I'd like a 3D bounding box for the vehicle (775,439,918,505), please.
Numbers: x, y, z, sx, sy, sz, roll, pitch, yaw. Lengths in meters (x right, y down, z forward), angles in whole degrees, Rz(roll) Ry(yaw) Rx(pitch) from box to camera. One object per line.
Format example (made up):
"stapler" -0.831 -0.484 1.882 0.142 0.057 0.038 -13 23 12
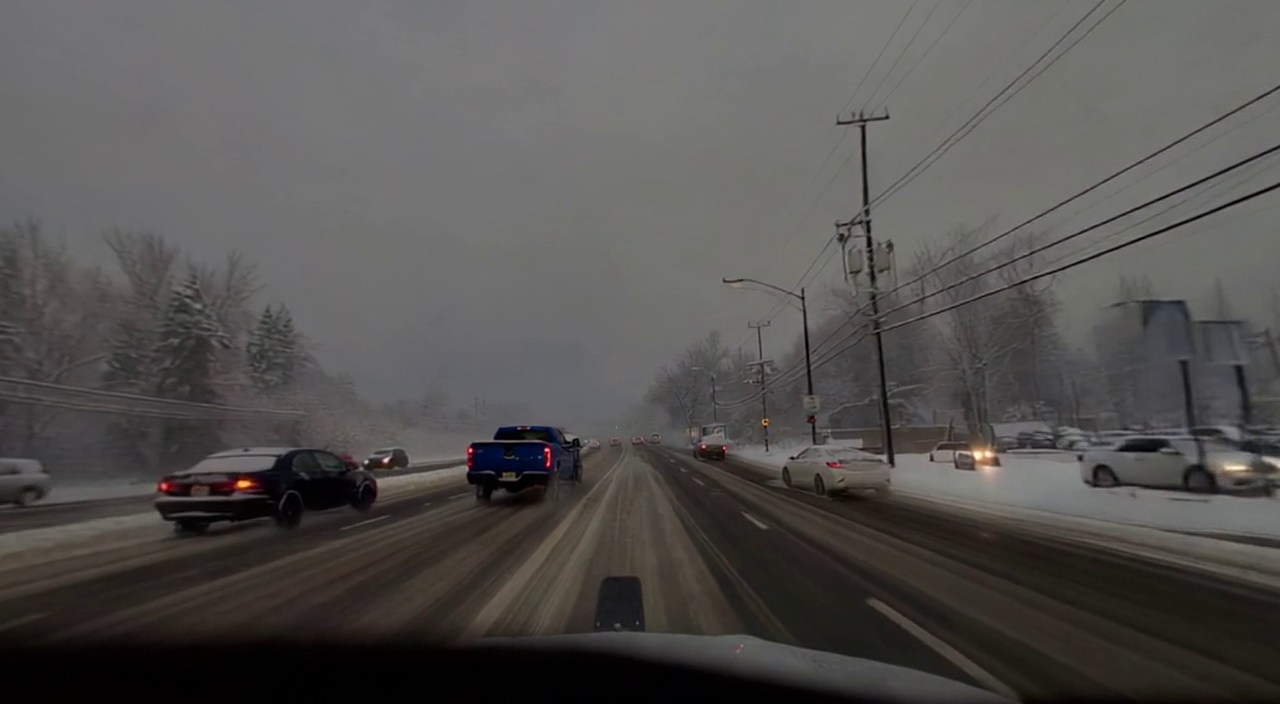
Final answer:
"vehicle" 5.052 2.981 16.237 1.840 1.428 4.602 0 -8 -4

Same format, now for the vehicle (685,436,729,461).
"vehicle" 4.057 5.954 39.170 2.071 1.435 4.226 0 -8 -3

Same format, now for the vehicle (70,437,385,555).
"vehicle" -6.291 2.215 10.557 2.035 1.497 4.723 0 -8 1

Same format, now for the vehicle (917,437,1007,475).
"vehicle" 16.514 5.365 32.775 2.044 1.812 4.935 0 -8 0

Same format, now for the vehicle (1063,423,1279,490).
"vehicle" 18.004 3.483 21.468 2.267 1.925 5.964 2 -9 -13

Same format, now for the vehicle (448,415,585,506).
"vehicle" -3.012 2.864 17.161 2.467 1.991 6.089 0 -8 1
